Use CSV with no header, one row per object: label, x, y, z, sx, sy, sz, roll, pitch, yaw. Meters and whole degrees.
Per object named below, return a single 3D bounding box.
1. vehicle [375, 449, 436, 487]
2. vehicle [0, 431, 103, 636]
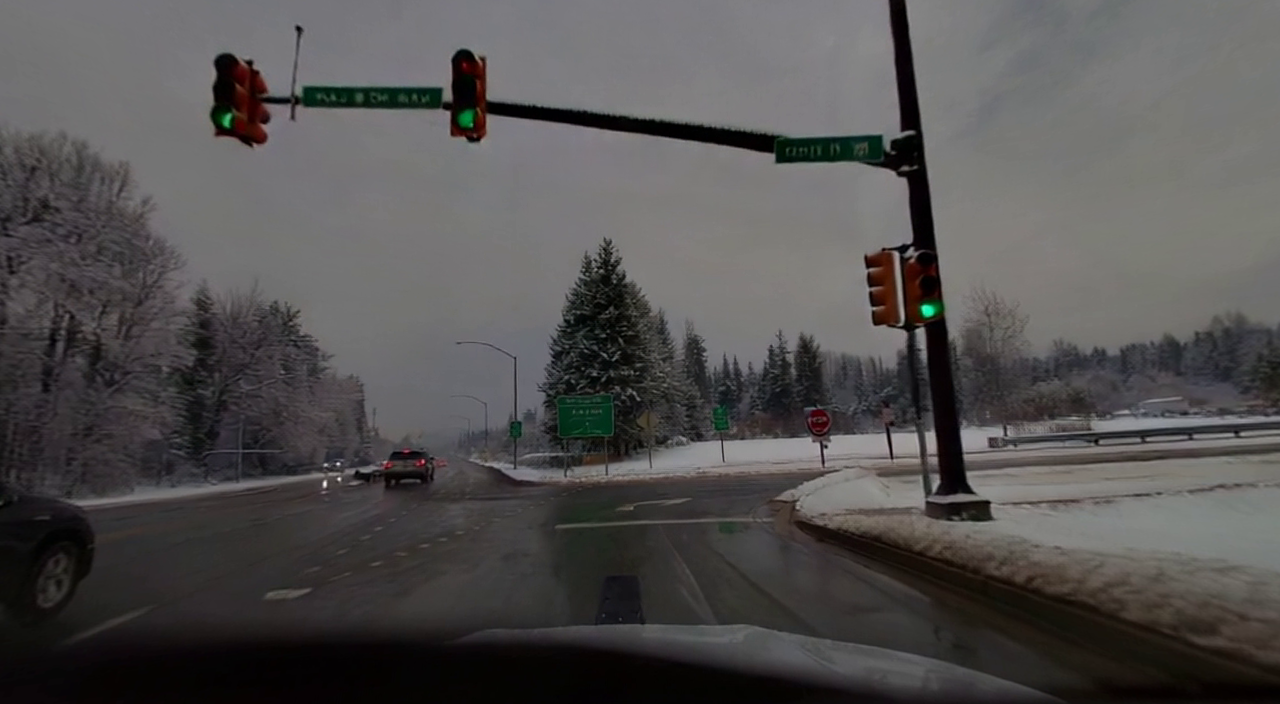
vehicle,-11.372,5.617,30.963,2.134,1.707,4.471,2,-9,-12
vehicle,-5.620,1.187,3.523,1.936,1.542,4.336,1,-9,-9
